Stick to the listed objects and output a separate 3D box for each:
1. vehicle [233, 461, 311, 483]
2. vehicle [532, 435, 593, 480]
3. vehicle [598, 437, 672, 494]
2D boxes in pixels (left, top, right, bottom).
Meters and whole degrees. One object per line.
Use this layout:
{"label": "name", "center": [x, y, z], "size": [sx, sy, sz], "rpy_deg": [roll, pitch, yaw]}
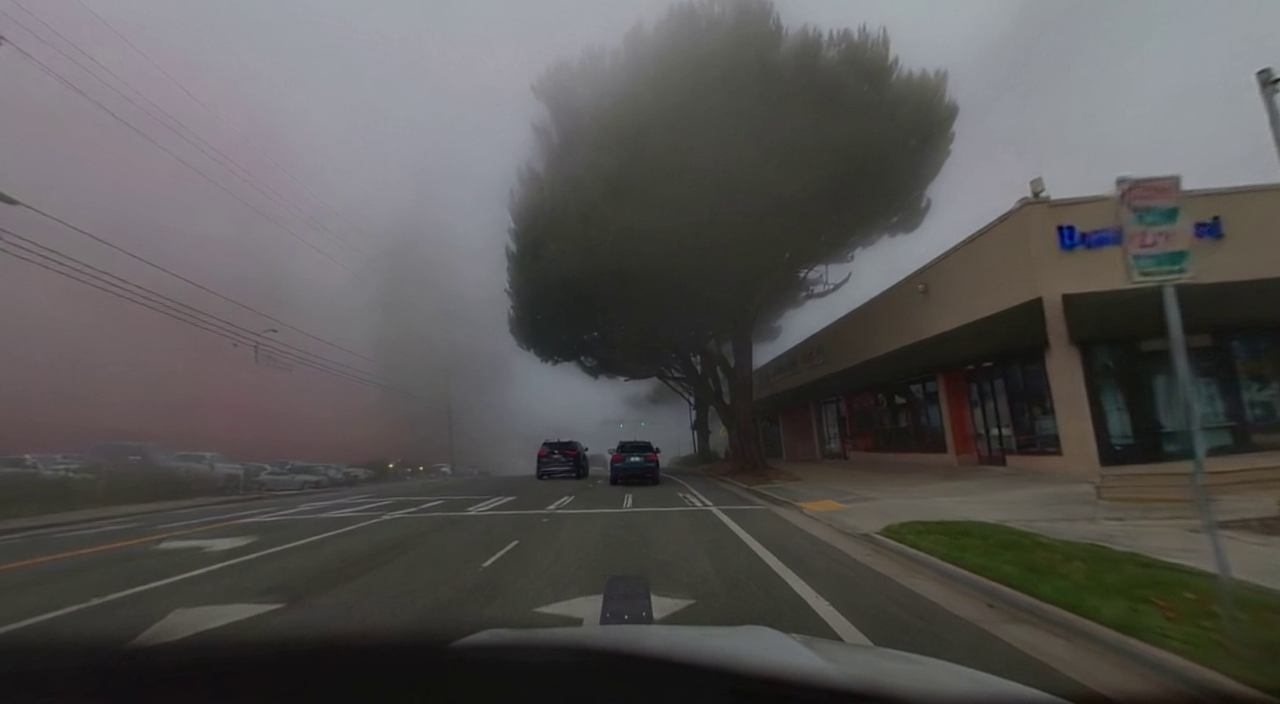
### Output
{"label": "vehicle", "center": [-26.357, 8.584, 45.190], "size": [4.553, 1.479, 1.768], "rpy_deg": [-1, -8, 7]}
{"label": "vehicle", "center": [-3.490, 4.861, 29.341], "size": [2.064, 1.859, 5.154], "rpy_deg": [0, -8, 1]}
{"label": "vehicle", "center": [-0.130, 3.561, 20.168], "size": [2.108, 1.612, 4.246], "rpy_deg": [0, -8, 0]}
